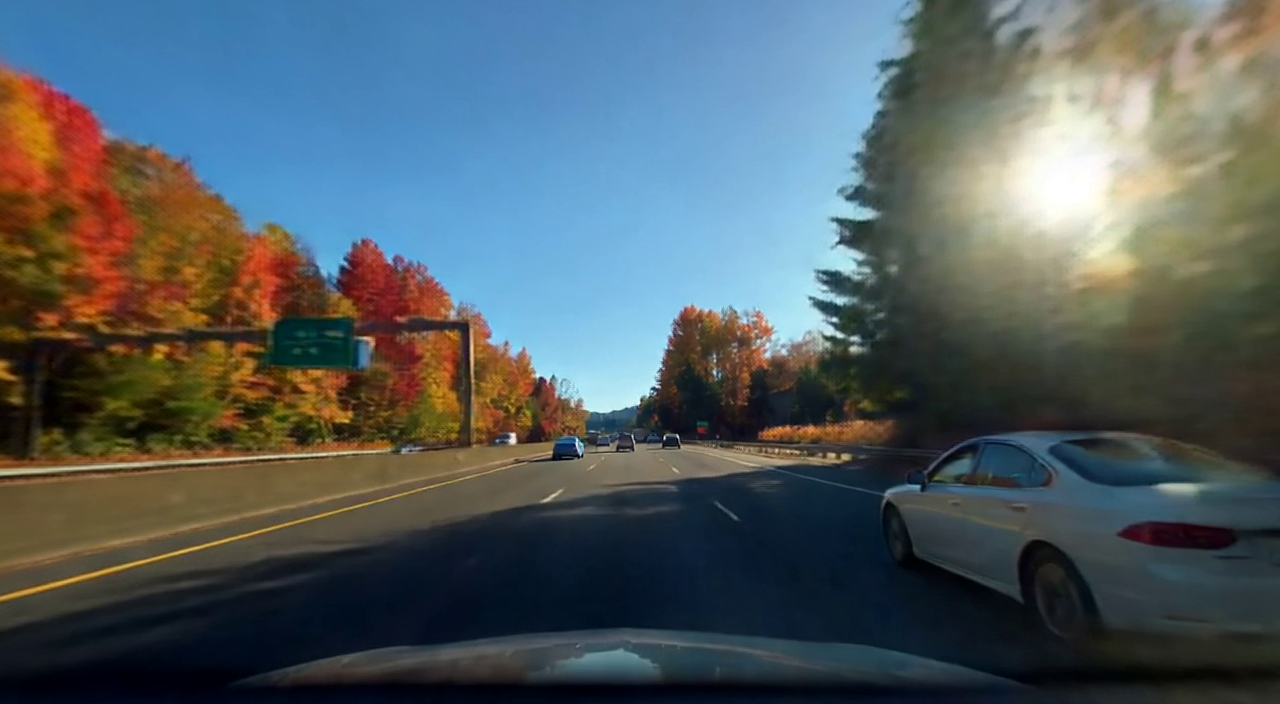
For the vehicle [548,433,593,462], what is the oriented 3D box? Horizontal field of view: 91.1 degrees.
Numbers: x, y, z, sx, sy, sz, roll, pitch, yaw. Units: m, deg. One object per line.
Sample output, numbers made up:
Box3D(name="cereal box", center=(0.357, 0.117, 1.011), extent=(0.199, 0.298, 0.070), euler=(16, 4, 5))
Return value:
Box3D(name="vehicle", center=(-3.933, 5.473, 36.247), extent=(2.103, 1.507, 4.367), euler=(0, -8, 0))
